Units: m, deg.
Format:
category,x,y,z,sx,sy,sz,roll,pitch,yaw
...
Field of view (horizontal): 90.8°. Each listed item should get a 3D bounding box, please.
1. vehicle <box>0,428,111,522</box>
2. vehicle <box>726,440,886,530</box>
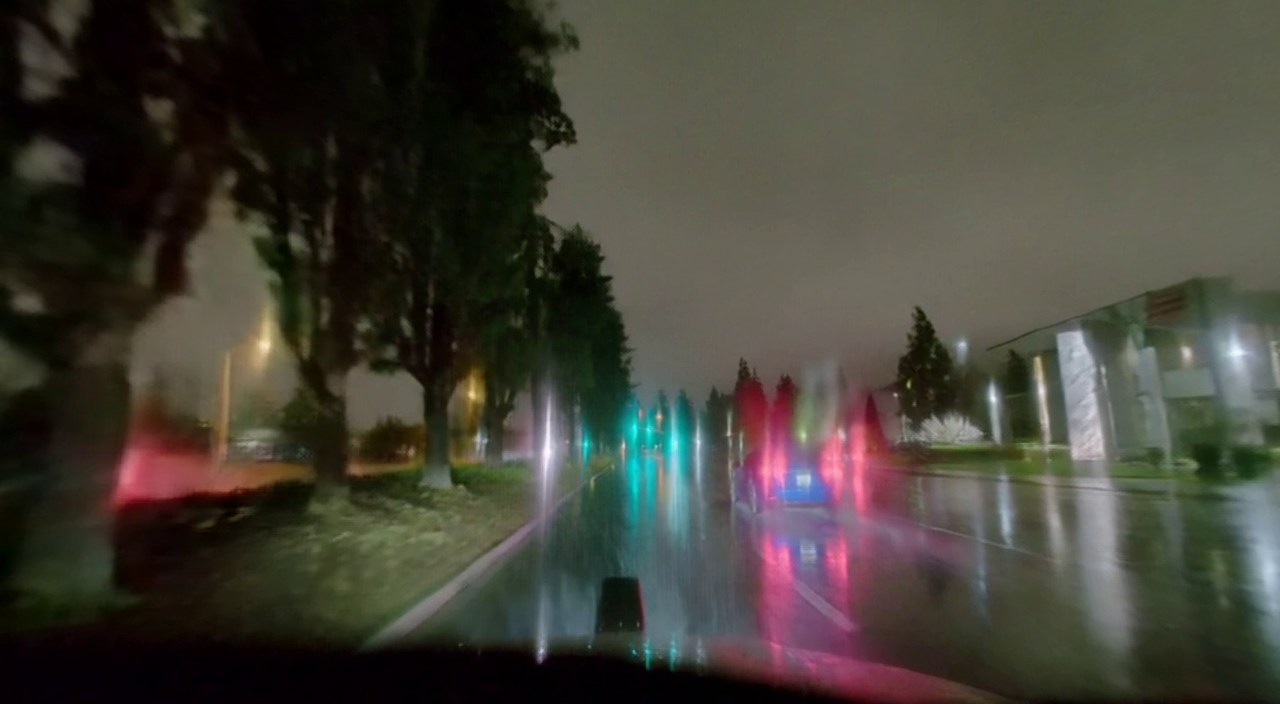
category,x,y,z,sx,sy,sz,roll,pitch,yaw
vehicle,-14.554,2.545,13.050,2.234,1.957,5.941,0,-8,-2
vehicle,3.051,2.526,12.647,1.950,1.473,4.259,0,-8,-1
